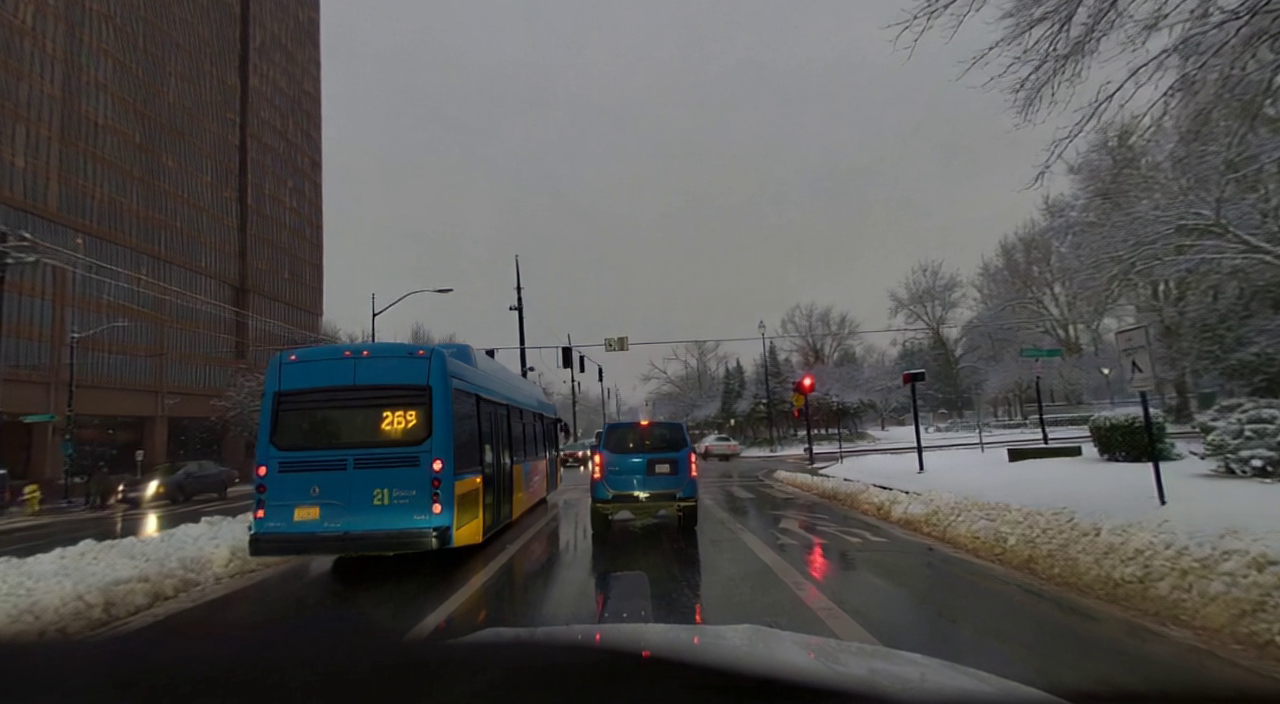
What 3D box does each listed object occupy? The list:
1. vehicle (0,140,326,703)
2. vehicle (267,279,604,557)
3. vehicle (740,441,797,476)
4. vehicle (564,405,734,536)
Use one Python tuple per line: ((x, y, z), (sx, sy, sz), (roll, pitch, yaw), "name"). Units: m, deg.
((-2.751, 0.332, 0.219), (2.329, 2.089, 5.659), (0, -9, 0), "vehicle")
((-2.883, 1.796, 14.628), (3.042, 3.445, 13.615), (0, -9, 1), "vehicle")
((6.127, 5.105, 30.488), (1.919, 1.529, 4.059), (0, -9, 0), "vehicle")
((0.142, 2.081, 11.545), (2.500, 1.912, 4.270), (0, -9, 0), "vehicle")
